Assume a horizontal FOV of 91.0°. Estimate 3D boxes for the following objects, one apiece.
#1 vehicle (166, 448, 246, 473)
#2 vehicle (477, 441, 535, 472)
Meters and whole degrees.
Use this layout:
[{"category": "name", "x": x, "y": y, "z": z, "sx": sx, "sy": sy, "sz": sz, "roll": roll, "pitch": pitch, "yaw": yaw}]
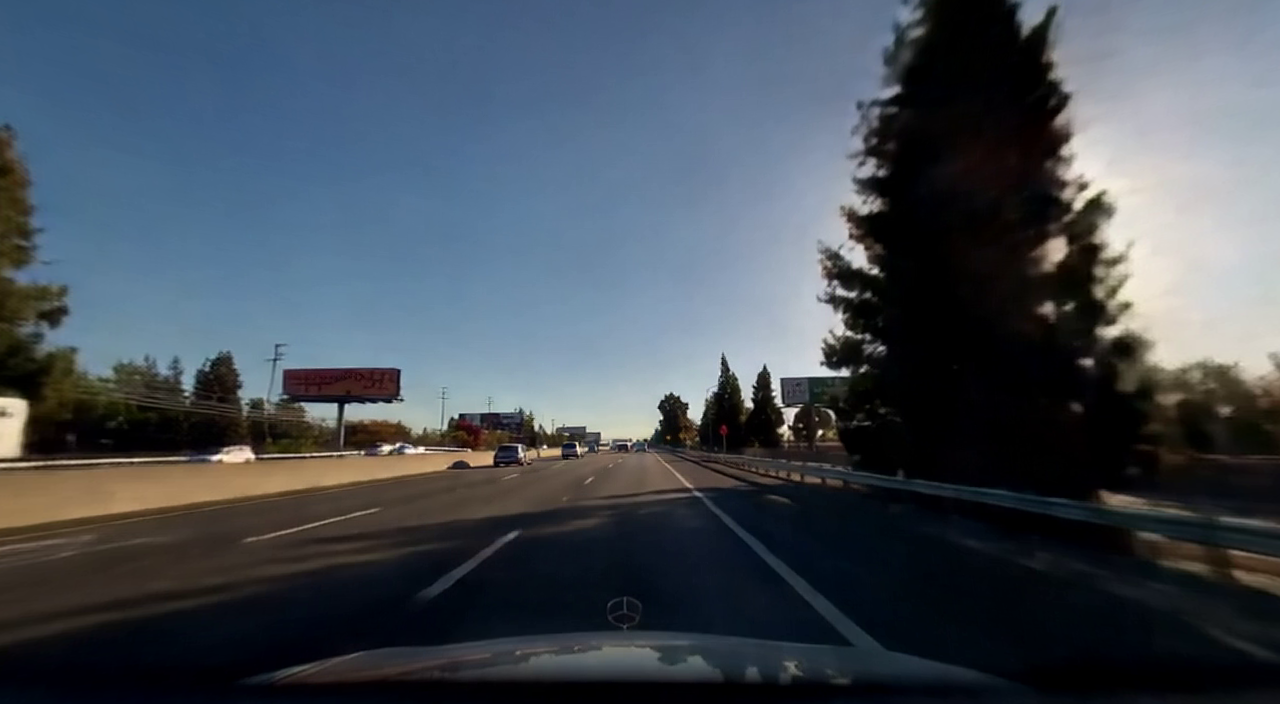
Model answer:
[{"category": "vehicle", "x": -28.707, "y": 7.147, "z": 41.855, "sx": 1.925, "sy": 1.562, "sz": 4.733, "roll": 0, "pitch": -9, "yaw": 1}, {"category": "vehicle", "x": -7.155, "y": 5.624, "z": 34.096, "sx": 2.008, "sy": 1.520, "sz": 4.731, "roll": 0, "pitch": -9, "yaw": 1}]
